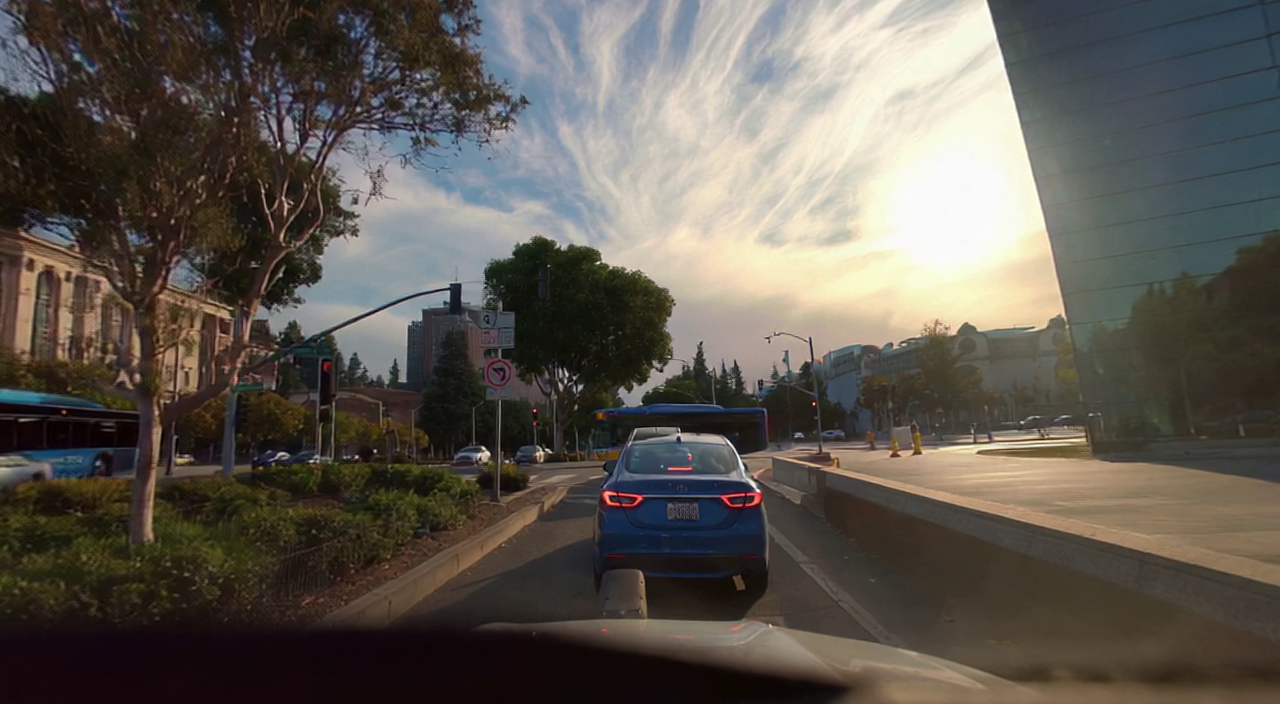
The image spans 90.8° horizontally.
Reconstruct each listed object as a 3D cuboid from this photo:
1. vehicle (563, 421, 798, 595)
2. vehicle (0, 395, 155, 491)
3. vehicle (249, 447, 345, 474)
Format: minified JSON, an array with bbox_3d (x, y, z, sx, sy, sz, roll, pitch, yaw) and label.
[{"bbox_3d":[0.383,1.625,7.386,2.006,1.470,3.799,0,-8,1],"label":"vehicle"},{"bbox_3d":[-25.931,3.653,25.337,2.692,3.685,10.153,-3,-9,20],"label":"vehicle"},{"bbox_3d":[-20.289,6.387,37.605,1.883,1.461,4.830,-4,-9,23],"label":"vehicle"}]
